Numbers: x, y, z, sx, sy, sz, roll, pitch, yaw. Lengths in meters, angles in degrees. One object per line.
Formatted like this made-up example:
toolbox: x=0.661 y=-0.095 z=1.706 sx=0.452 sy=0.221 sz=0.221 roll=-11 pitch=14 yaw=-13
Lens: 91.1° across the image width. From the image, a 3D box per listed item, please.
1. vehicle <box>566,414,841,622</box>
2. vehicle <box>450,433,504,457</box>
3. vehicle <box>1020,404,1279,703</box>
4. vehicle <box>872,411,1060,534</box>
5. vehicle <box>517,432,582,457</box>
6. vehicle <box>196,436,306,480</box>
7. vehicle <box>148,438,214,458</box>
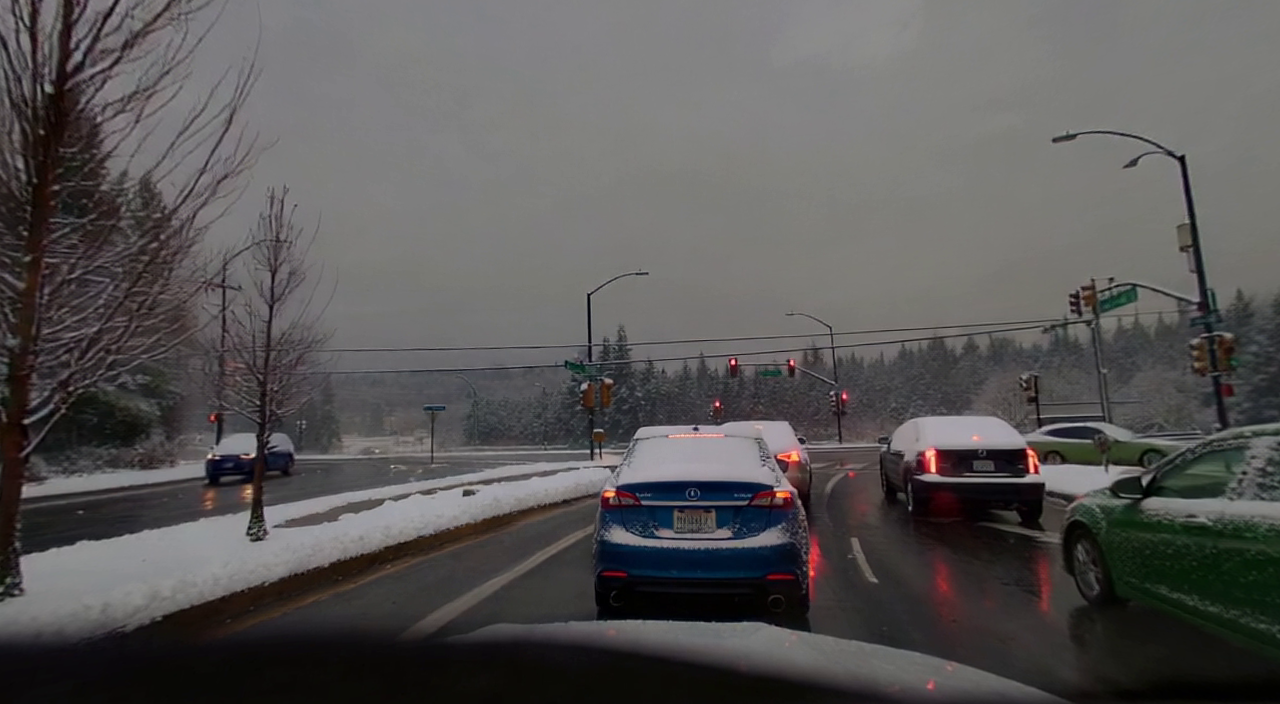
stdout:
vehicle: x=0.832 y=1.500 z=6.698 sx=2.052 sy=1.483 sz=3.928 roll=-2 pitch=-8 yaw=12
vehicle: x=-12.565 y=7.120 z=48.170 sx=1.972 sy=1.705 sz=4.457 roll=8 pitch=-11 yaw=-44
vehicle: x=4.222 y=1.061 z=3.382 sx=1.954 sy=1.508 sz=4.441 roll=-1 pitch=-8 yaw=6
vehicle: x=5.499 y=2.049 z=11.295 sx=2.102 sy=1.717 sz=4.373 roll=-2 pitch=-9 yaw=16
vehicle: x=-6.052 y=6.108 z=41.537 sx=1.932 sy=1.573 sz=4.509 roll=8 pitch=-12 yaw=-44
vehicle: x=-14.313 y=3.892 z=23.464 sx=1.976 sy=1.458 sz=4.645 roll=2 pitch=-8 yaw=-12
vehicle: x=-35.467 y=7.434 z=48.588 sx=1.652 sy=1.433 sz=3.733 roll=-7 pitch=-11 yaw=40
